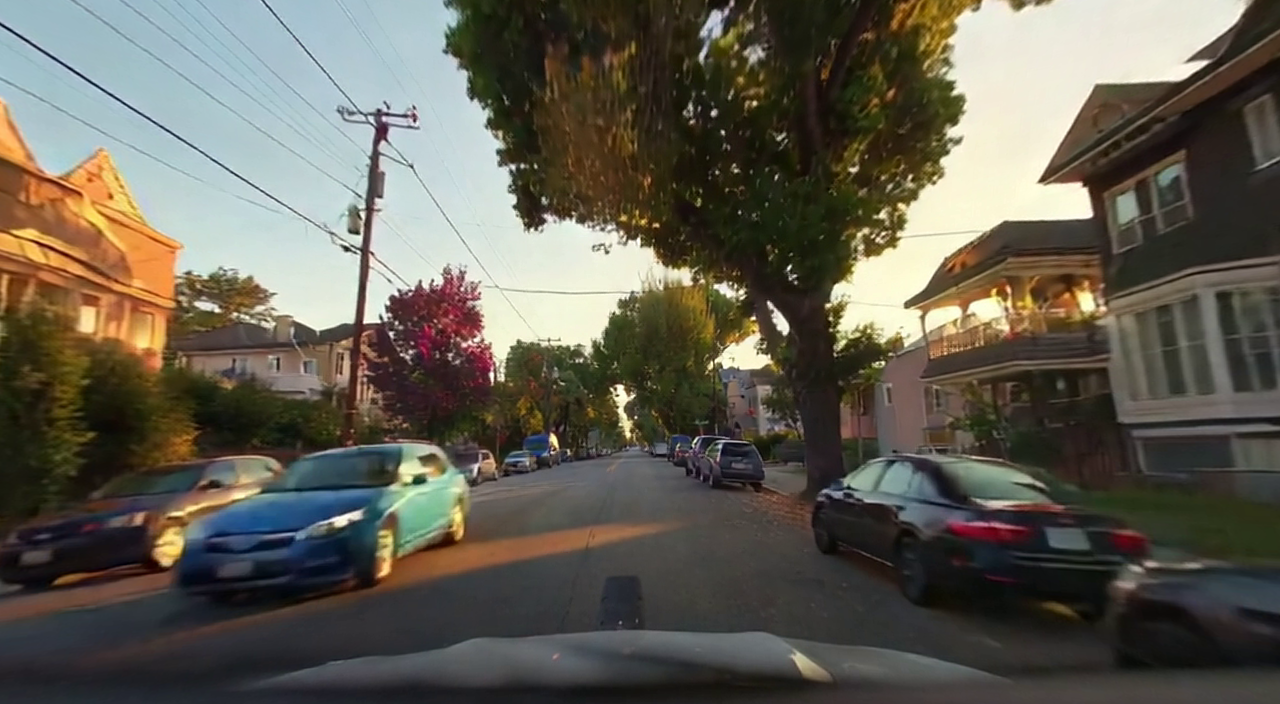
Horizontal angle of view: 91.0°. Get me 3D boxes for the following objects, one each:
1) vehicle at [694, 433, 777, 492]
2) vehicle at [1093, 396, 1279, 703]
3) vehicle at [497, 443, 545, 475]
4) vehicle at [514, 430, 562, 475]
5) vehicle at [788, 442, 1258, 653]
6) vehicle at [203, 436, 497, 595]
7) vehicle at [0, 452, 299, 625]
[{"bbox_3d":[3.119,3.753,21.637,2.013,1.775,4.570,0,-9,-1],"label":"vehicle"},{"bbox_3d":[3.103,0.698,0.666,1.869,1.531,4.383,0,-9,-2],"label":"vehicle"},{"bbox_3d":[-7.121,6.392,37.979,2.027,1.563,4.594,-2,-6,0],"label":"vehicle"},{"bbox_3d":[-7.202,7.098,45.029,2.508,2.712,5.809,0,-5,-1],"label":"vehicle"},{"bbox_3d":[3.260,1.737,6.813,1.990,1.447,4.682,0,-9,-2],"label":"vehicle"},{"bbox_3d":[-3.320,1.927,8.281,1.929,1.535,4.075,0,-9,0],"label":"vehicle"},{"bbox_3d":[-6.728,2.211,8.391,1.936,1.528,4.620,-3,-8,-2],"label":"vehicle"}]
